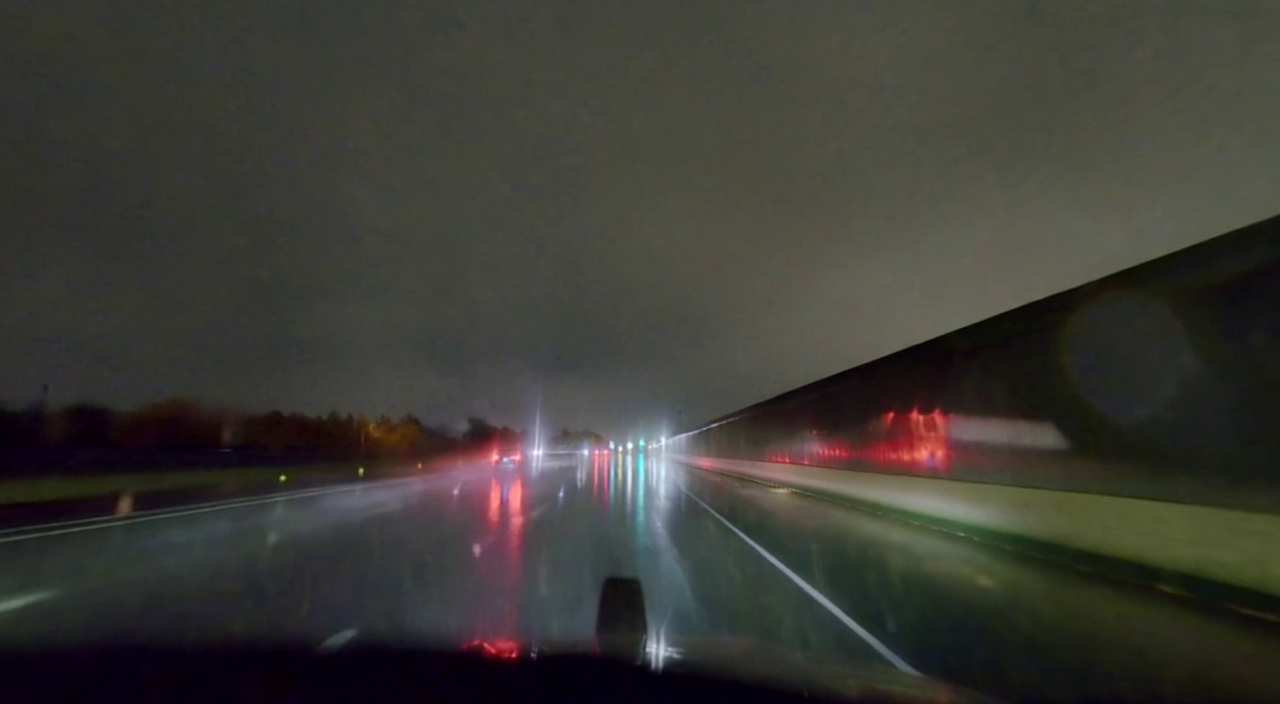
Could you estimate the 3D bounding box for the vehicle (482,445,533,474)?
[{"bbox_3d":[-7.792,6.369,37.580,2.098,1.606,4.227,0,-9,0],"label":"vehicle"}]
